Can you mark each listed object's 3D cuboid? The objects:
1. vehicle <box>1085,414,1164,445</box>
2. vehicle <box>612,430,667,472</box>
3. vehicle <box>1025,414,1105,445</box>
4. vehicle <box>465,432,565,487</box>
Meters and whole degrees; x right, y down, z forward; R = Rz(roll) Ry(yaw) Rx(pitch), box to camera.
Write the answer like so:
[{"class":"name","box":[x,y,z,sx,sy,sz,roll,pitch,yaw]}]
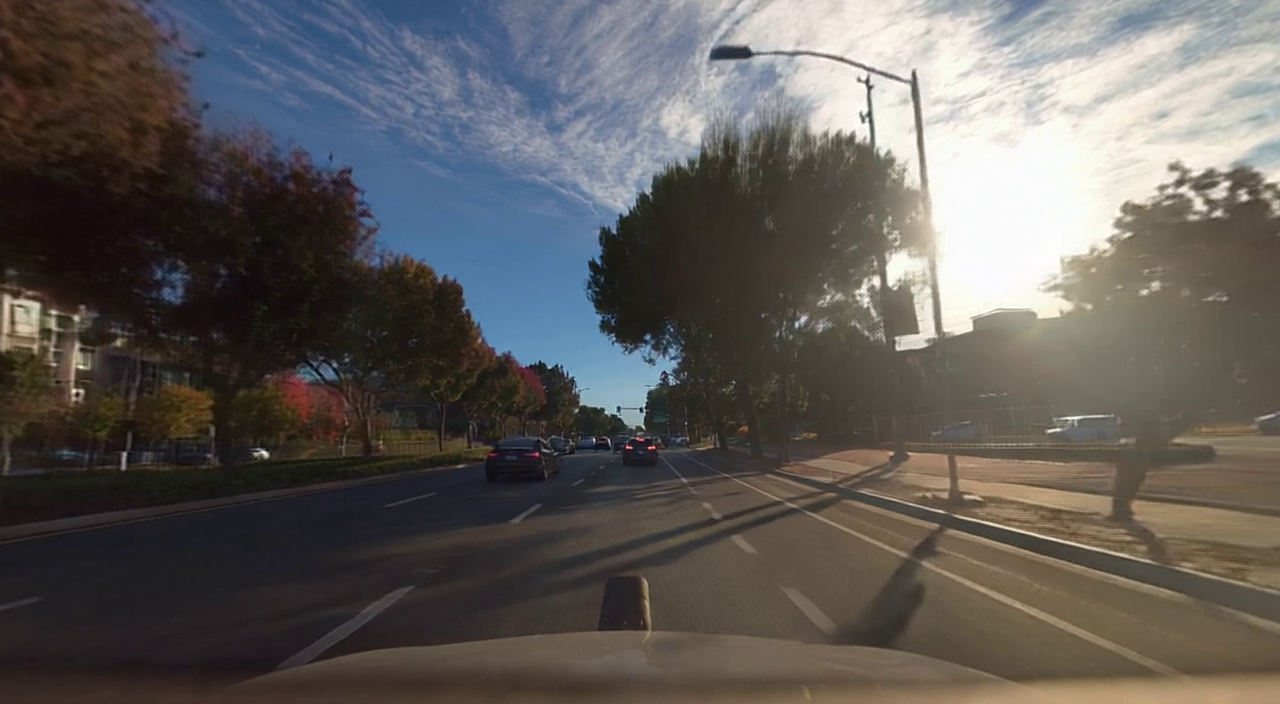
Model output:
[{"class":"vehicle","box":[24.461,3.981,31.985,1.741,1.416,3.831,-2,-9,15]},{"class":"vehicle","box":[-0.037,4.288,27.520,2.199,1.652,4.101,0,-8,0]},{"class":"vehicle","box":[21.955,4.070,32.820,1.833,1.471,4.656,-2,-9,13]},{"class":"vehicle","box":[-3.711,3.298,19.672,1.942,1.462,4.905,0,-8,2]}]
